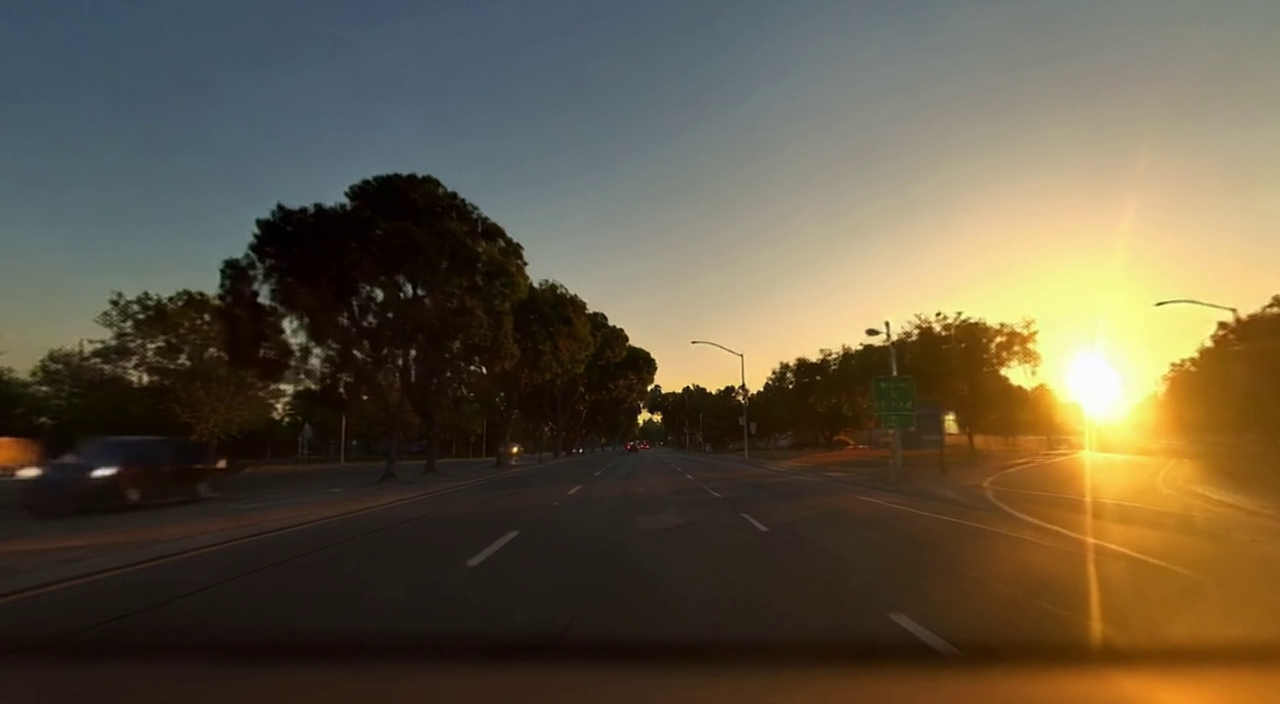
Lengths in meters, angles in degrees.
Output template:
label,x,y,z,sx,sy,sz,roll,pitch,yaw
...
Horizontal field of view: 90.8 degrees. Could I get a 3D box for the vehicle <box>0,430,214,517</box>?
label,x,y,z,sx,sy,sz,roll,pitch,yaw
vehicle,-13.106,2.806,15.212,2.156,1.728,4.968,0,-8,1
